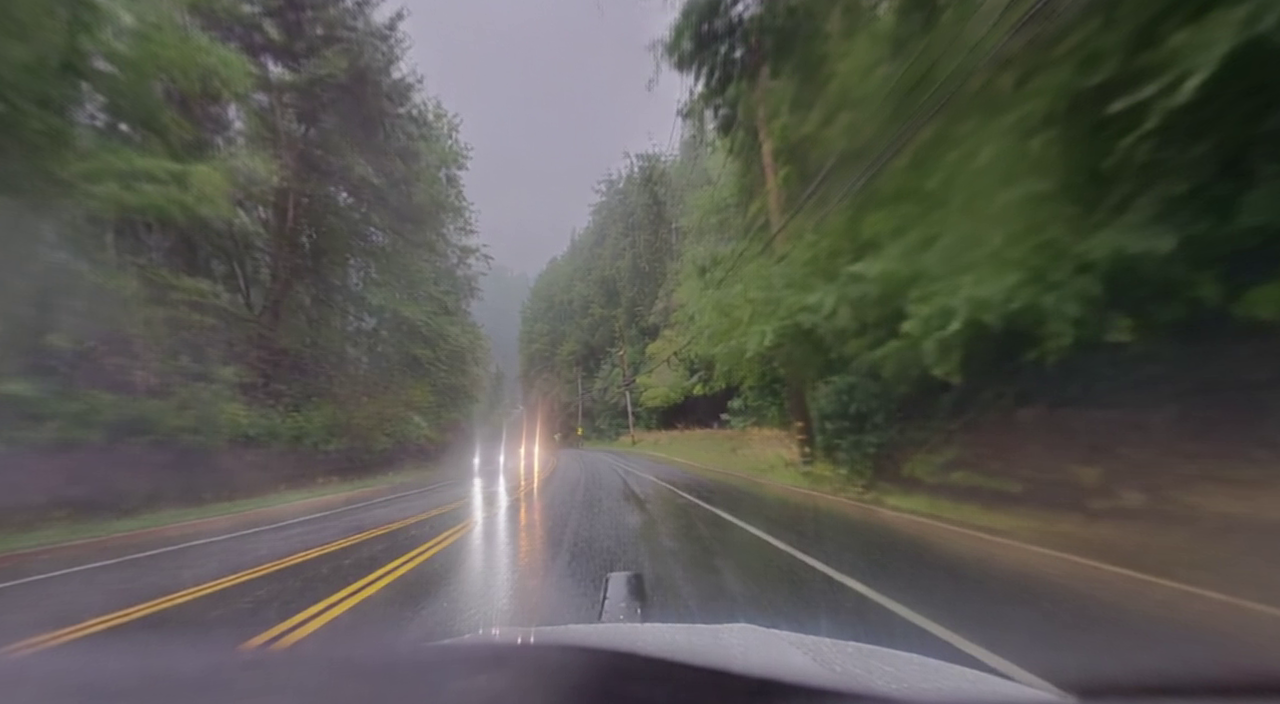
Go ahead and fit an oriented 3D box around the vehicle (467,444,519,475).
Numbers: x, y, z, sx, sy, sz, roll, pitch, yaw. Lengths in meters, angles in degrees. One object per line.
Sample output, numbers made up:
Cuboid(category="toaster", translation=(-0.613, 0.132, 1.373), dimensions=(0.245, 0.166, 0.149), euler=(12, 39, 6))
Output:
Cuboid(category="vehicle", translation=(-8.233, 6.037, 35.766), dimensions=(2.099, 1.640, 4.555), euler=(0, -8, -3))
